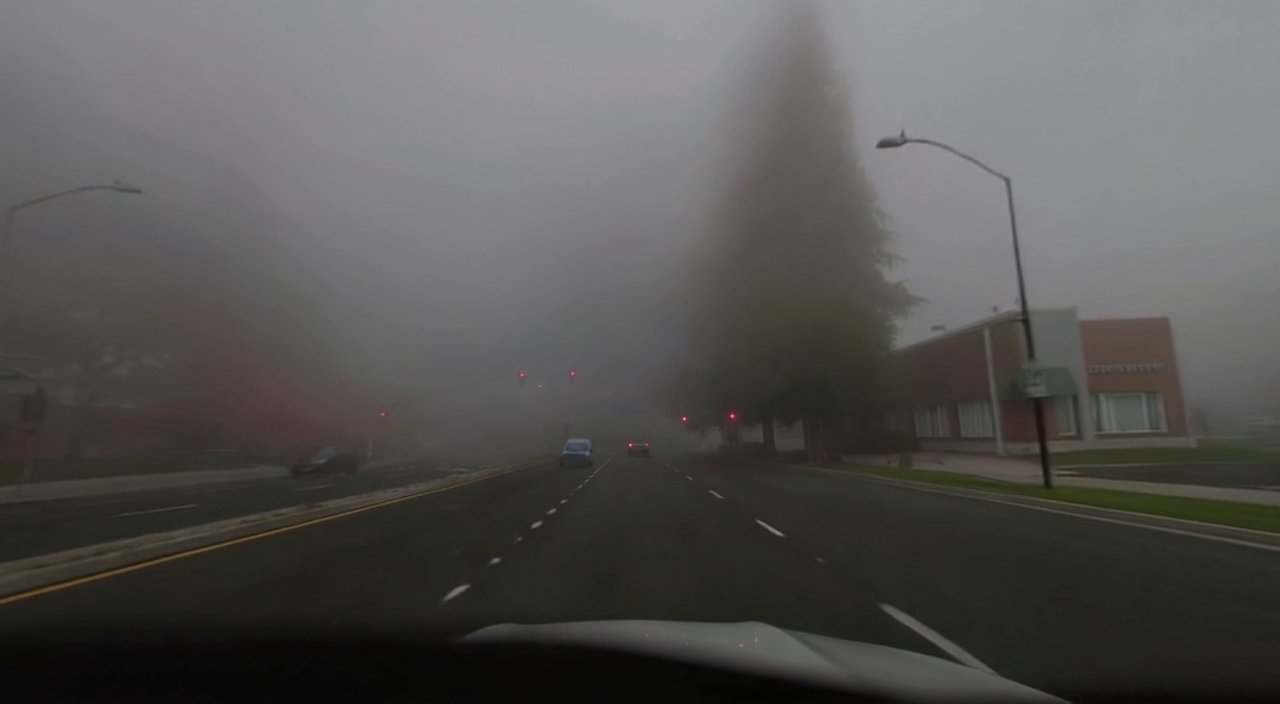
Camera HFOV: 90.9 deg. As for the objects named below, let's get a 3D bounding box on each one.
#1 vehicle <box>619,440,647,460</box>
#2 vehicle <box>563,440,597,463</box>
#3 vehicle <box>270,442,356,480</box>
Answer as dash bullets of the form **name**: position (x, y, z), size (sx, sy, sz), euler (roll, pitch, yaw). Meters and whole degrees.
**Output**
- **vehicle**: position (-0.582, 7.582, 48.972), size (2.066, 1.482, 3.923), euler (0, -9, -1)
- **vehicle**: position (-3.999, 6.706, 42.673), size (1.942, 1.497, 4.561), euler (0, -9, -1)
- **vehicle**: position (-15.794, 5.256, 30.749), size (1.834, 1.694, 4.405), euler (0, -8, 0)
